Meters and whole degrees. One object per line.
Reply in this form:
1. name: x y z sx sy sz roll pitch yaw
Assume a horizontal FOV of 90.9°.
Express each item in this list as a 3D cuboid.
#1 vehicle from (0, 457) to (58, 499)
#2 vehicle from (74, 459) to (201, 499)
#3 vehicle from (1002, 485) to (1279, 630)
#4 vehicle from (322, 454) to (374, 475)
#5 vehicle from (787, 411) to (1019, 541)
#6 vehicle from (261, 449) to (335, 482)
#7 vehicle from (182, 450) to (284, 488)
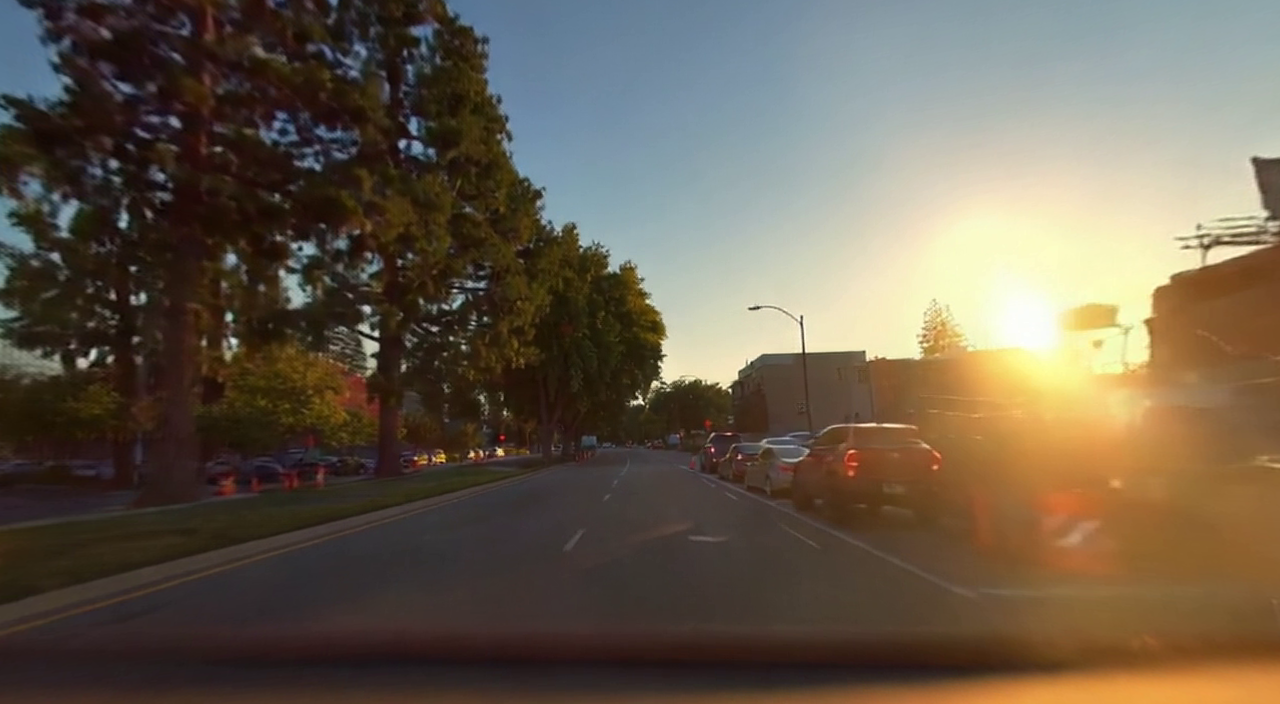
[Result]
1. vehicle: -28.732 5.798 29.320 2.108 1.692 4.514 8 -12 -44
2. vehicle: -21.587 5.432 27.347 1.811 1.480 4.425 0 -8 0
3. vehicle: 4.906 1.748 5.749 1.973 0.903 2.151 0 -8 3
4. vehicle: -21.658 8.324 46.923 1.834 1.441 4.416 0 -8 -2
5. vehicle: 4.319 2.115 11.428 2.050 1.832 4.794 0 -8 -1
6. vehicle: -21.543 7.128 39.973 2.027 1.855 4.908 0 -8 -2
7. vehicle: -21.547 6.188 33.719 1.986 1.805 5.444 0 -8 -2
